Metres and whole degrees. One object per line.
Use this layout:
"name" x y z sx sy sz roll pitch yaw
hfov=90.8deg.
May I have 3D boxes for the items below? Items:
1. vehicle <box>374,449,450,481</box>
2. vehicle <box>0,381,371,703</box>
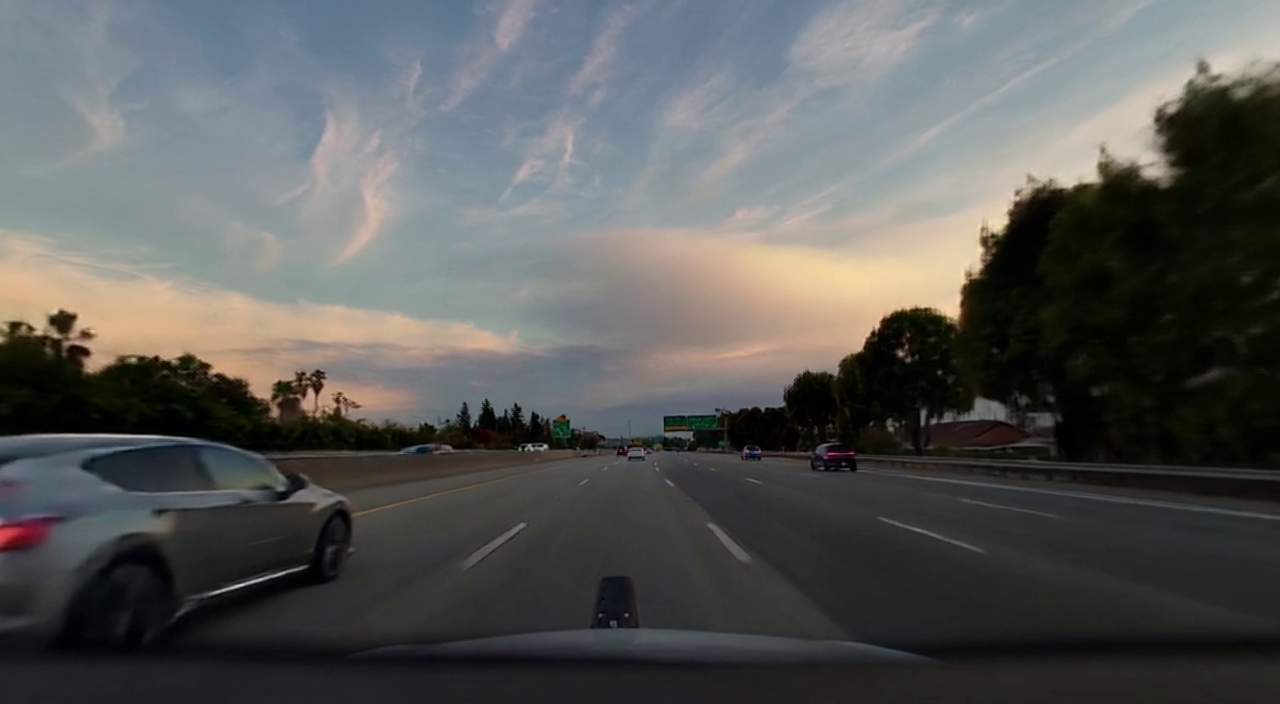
"vehicle" -11.203 5.559 31.415 2.122 1.455 4.530 0 -9 0
"vehicle" -3.770 1.156 4.152 1.996 1.617 4.637 0 -9 -1
